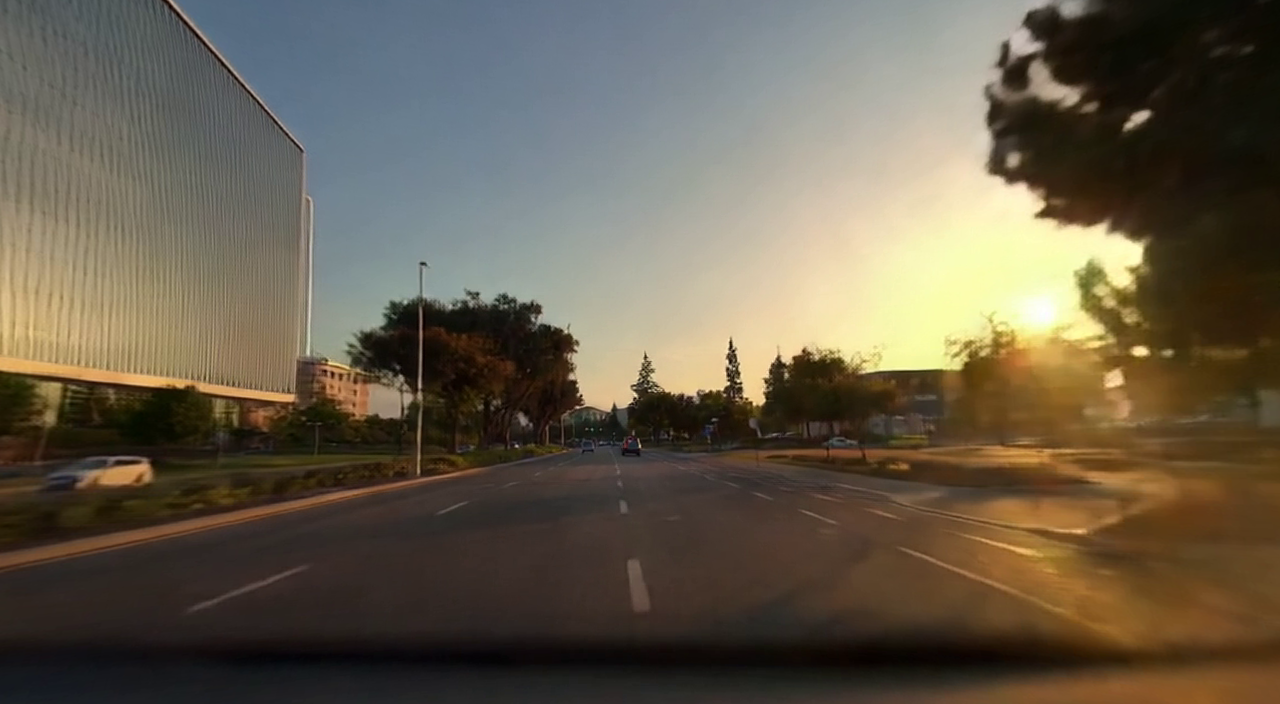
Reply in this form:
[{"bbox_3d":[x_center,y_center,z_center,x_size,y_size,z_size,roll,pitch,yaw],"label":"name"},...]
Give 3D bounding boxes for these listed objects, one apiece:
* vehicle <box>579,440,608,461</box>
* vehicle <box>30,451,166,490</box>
[{"bbox_3d":[-3.480,7.439,47.831,2.080,1.445,4.096,0,-8,-3],"label":"vehicle"},{"bbox_3d":[-23.573,5.133,27.792,1.862,1.489,4.780,0,-8,-2],"label":"vehicle"}]
